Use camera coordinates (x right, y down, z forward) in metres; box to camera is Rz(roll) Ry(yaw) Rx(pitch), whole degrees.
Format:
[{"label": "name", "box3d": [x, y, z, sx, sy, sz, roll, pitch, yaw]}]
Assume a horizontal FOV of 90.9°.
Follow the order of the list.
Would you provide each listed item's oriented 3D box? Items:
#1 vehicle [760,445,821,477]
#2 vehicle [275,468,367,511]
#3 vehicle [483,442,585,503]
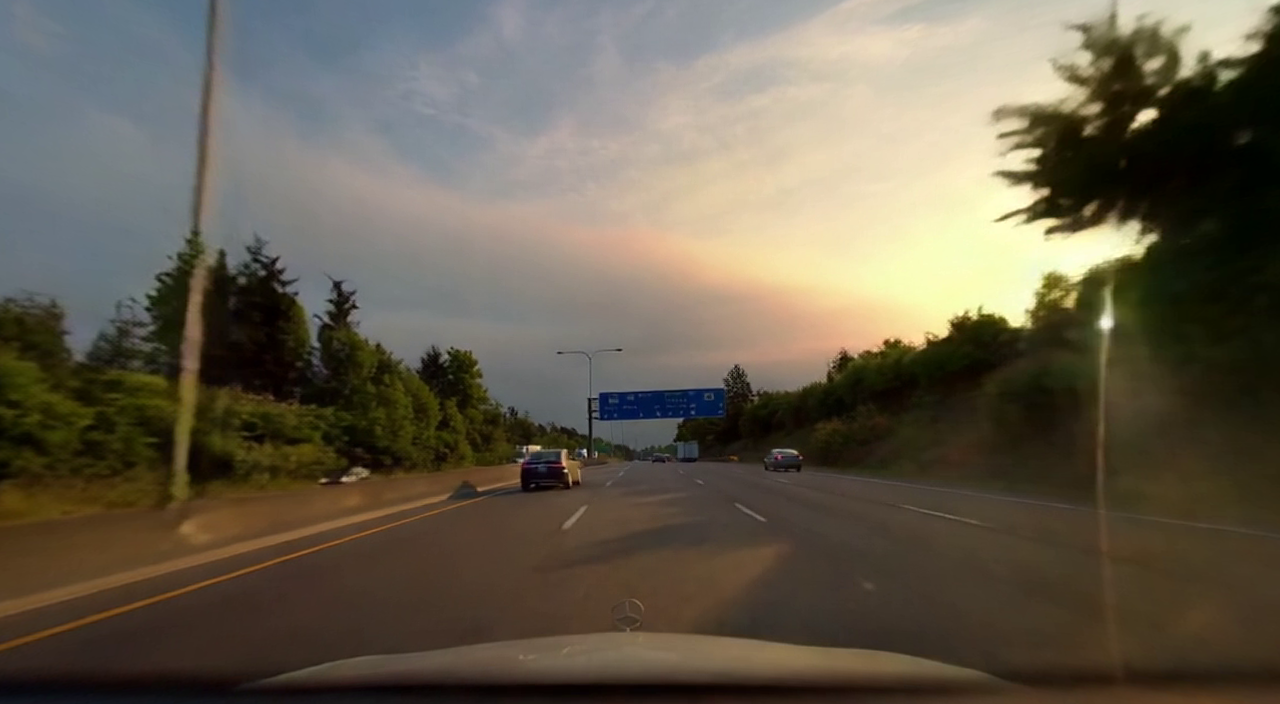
[{"label": "vehicle", "box3d": [7.628, 5.567, 32.426, 1.943, 1.493, 4.507, 0, -9, -1]}, {"label": "vehicle", "box3d": [-11.862, 5.106, 23.674, 1.628, 1.353, 3.499, 0, -9, 0]}, {"label": "vehicle", "box3d": [-2.935, 3.465, 18.512, 2.191, 1.563, 4.318, 0, -9, 1]}]
